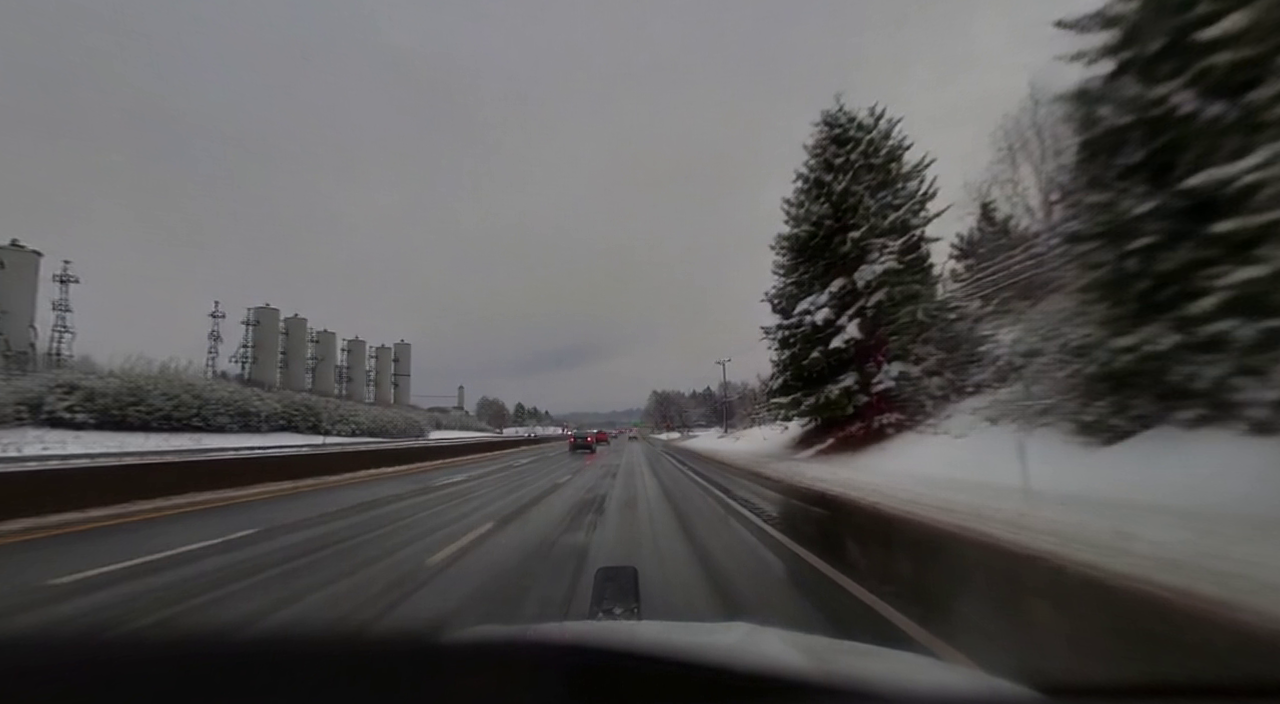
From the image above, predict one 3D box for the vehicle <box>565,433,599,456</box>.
[{"bbox_3d":[-3.871,6.225,42.472,1.952,1.462,3.969,0,-8,-1],"label":"vehicle"}]
